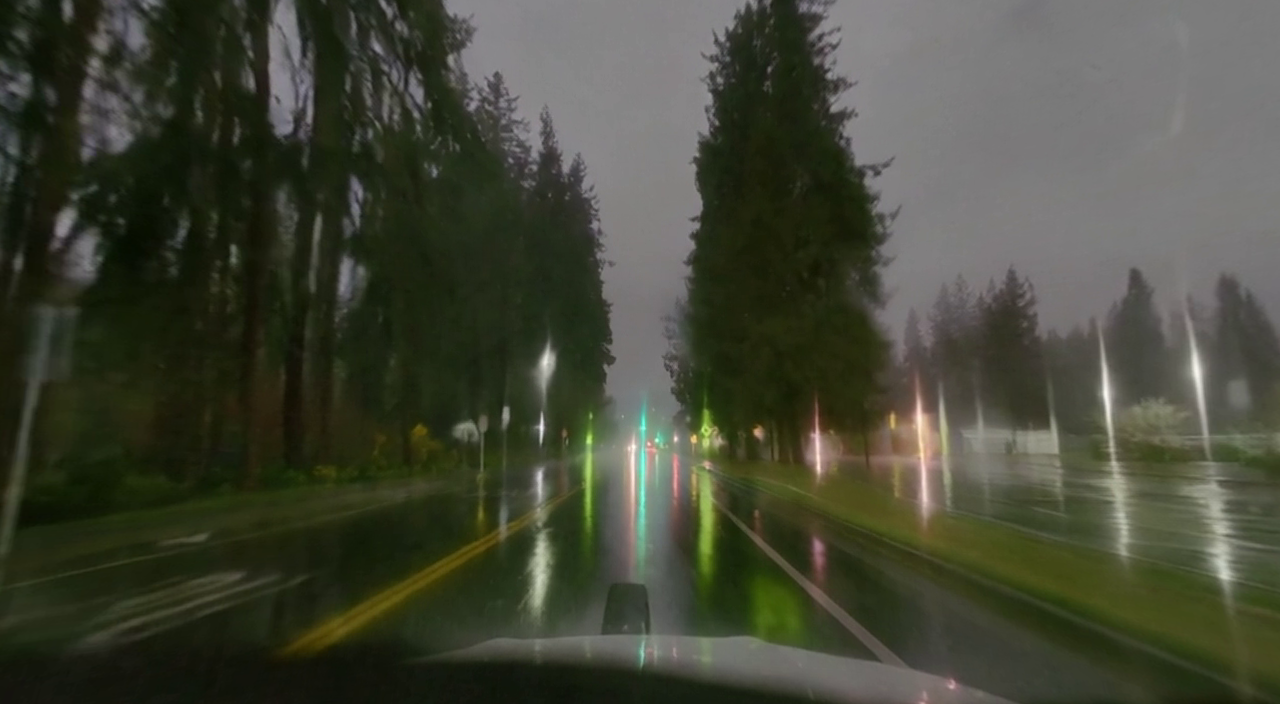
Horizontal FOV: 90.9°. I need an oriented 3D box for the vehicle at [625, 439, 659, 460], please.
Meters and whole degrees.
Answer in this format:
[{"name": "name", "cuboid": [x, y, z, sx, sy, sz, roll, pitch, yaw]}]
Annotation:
[{"name": "vehicle", "cuboid": [0.073, 7.506, 48.626, 1.861, 1.511, 4.237, 2, -9, -11]}]
